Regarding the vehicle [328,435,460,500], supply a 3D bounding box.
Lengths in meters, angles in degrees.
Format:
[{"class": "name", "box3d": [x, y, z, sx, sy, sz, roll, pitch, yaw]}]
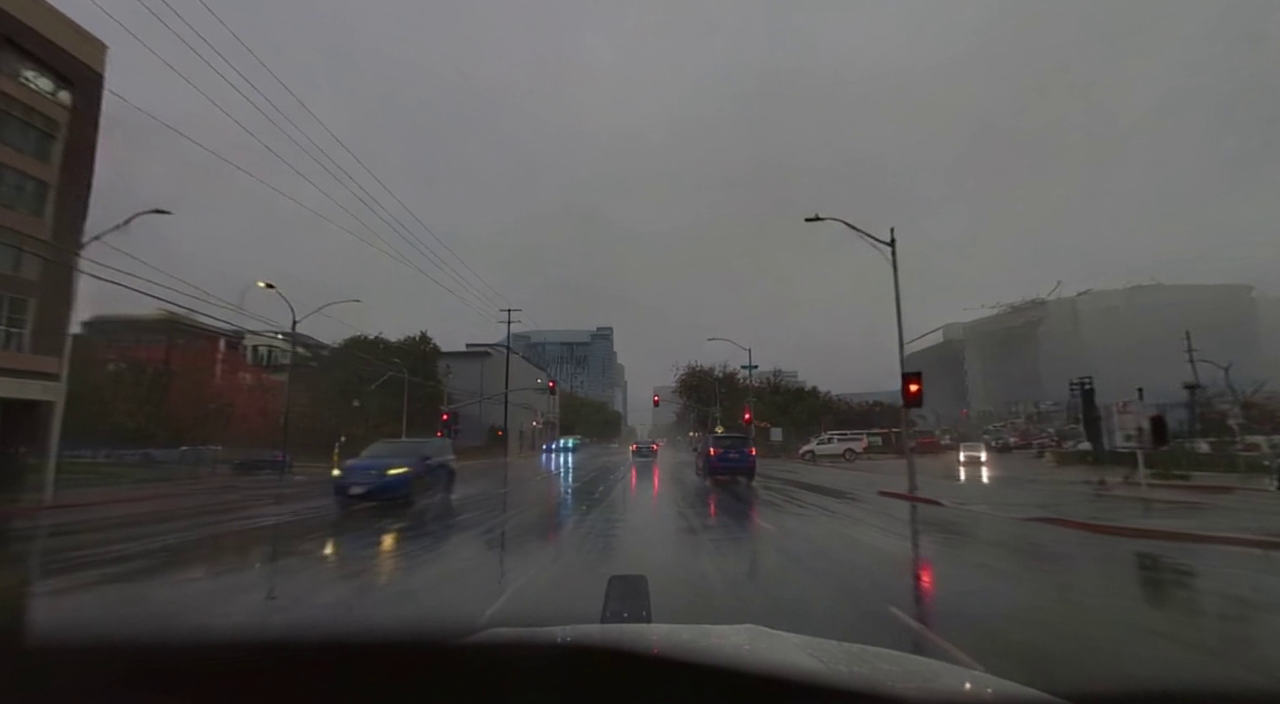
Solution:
[{"class": "vehicle", "box3d": [-7.083, 3.361, 18.718, 2.200, 1.666, 4.126, 0, -9, 1]}]

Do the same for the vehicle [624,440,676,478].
[{"class": "vehicle", "box3d": [0.449, 4.936, 29.293, 2.245, 1.587, 4.094, 0, -9, 0]}]

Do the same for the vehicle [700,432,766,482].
[{"class": "vehicle", "box3d": [3.944, 4.572, 27.686, 2.159, 1.938, 4.836, 0, -9, 0]}]
